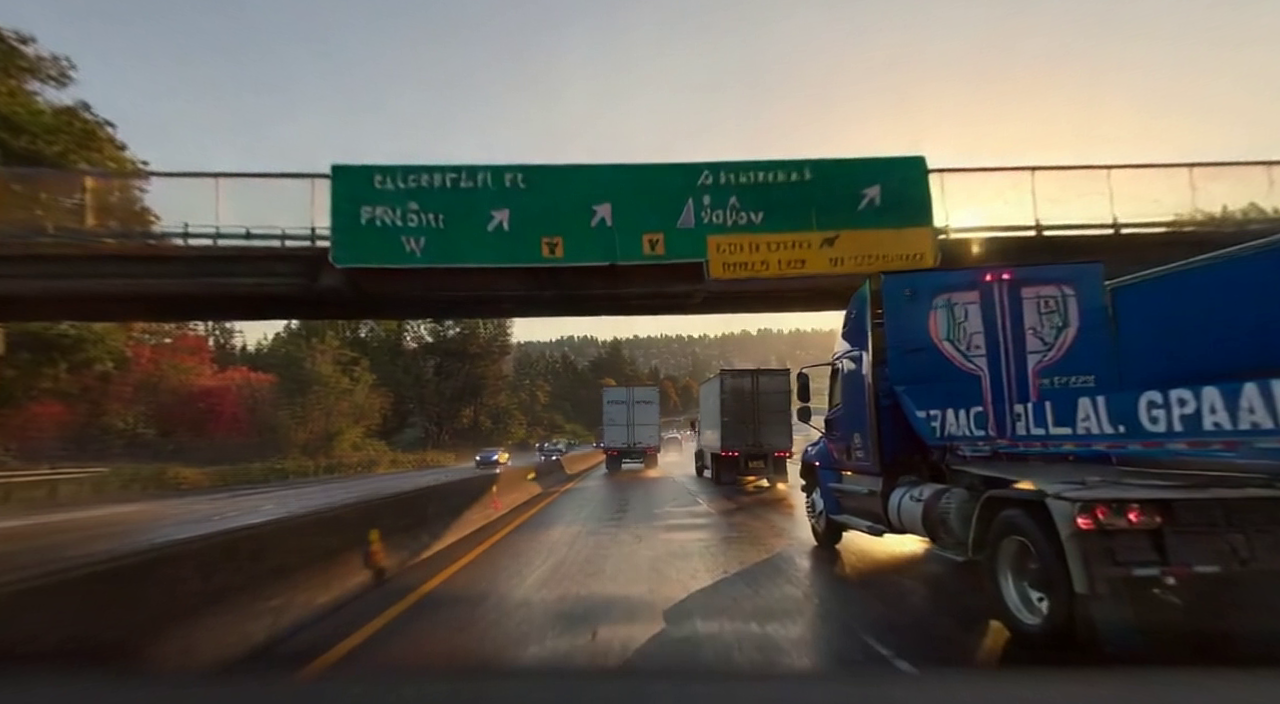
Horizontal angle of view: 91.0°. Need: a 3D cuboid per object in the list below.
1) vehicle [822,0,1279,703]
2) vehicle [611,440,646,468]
[{"bbox_3d":[4.254,-0.045,4.648,2.853,4.086,9.078,0,-8,-1],"label":"vehicle"},{"bbox_3d":[-0.632,5.906,36.664,1.943,1.491,3.459,-1,-8,0],"label":"vehicle"}]
